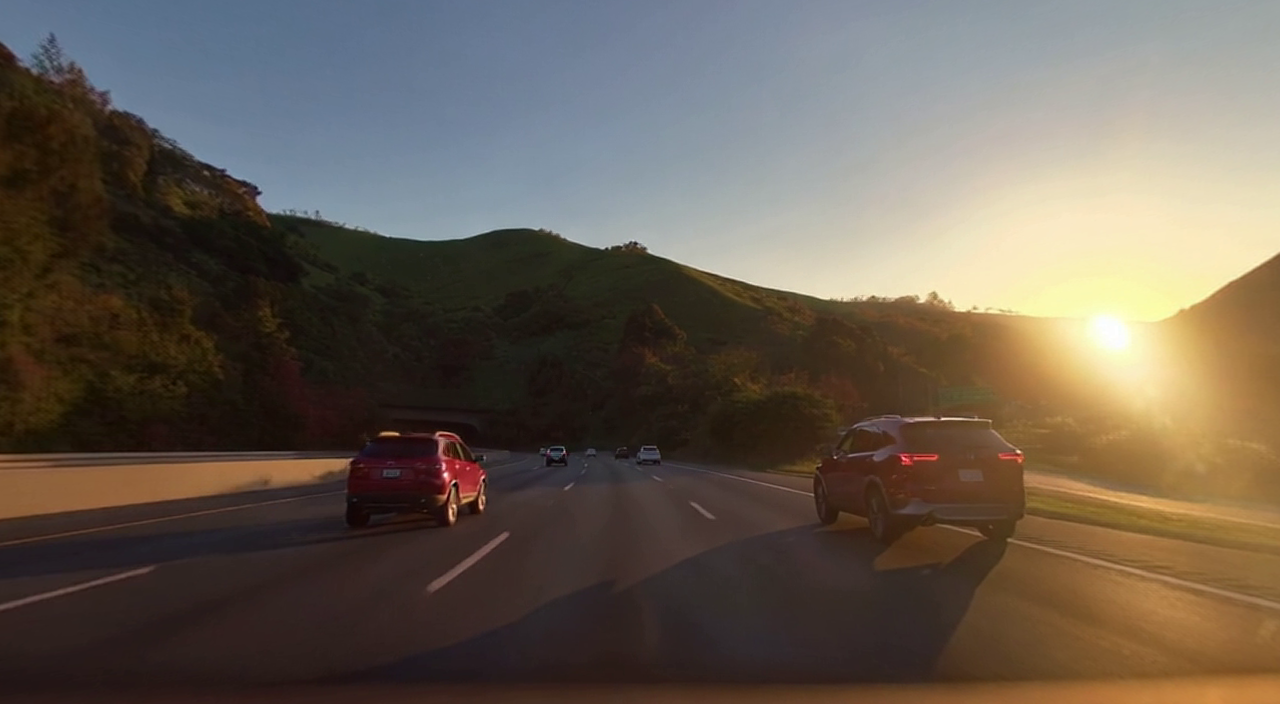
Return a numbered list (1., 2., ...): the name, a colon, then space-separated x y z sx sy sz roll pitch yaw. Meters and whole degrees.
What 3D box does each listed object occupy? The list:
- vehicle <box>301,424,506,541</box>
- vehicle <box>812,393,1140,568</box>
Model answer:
1. vehicle: -4.116 2.351 12.058 2.213 1.766 4.598 0 -9 -1
2. vehicle: 4.376 1.779 9.445 2.103 1.903 4.837 0 -9 -2
